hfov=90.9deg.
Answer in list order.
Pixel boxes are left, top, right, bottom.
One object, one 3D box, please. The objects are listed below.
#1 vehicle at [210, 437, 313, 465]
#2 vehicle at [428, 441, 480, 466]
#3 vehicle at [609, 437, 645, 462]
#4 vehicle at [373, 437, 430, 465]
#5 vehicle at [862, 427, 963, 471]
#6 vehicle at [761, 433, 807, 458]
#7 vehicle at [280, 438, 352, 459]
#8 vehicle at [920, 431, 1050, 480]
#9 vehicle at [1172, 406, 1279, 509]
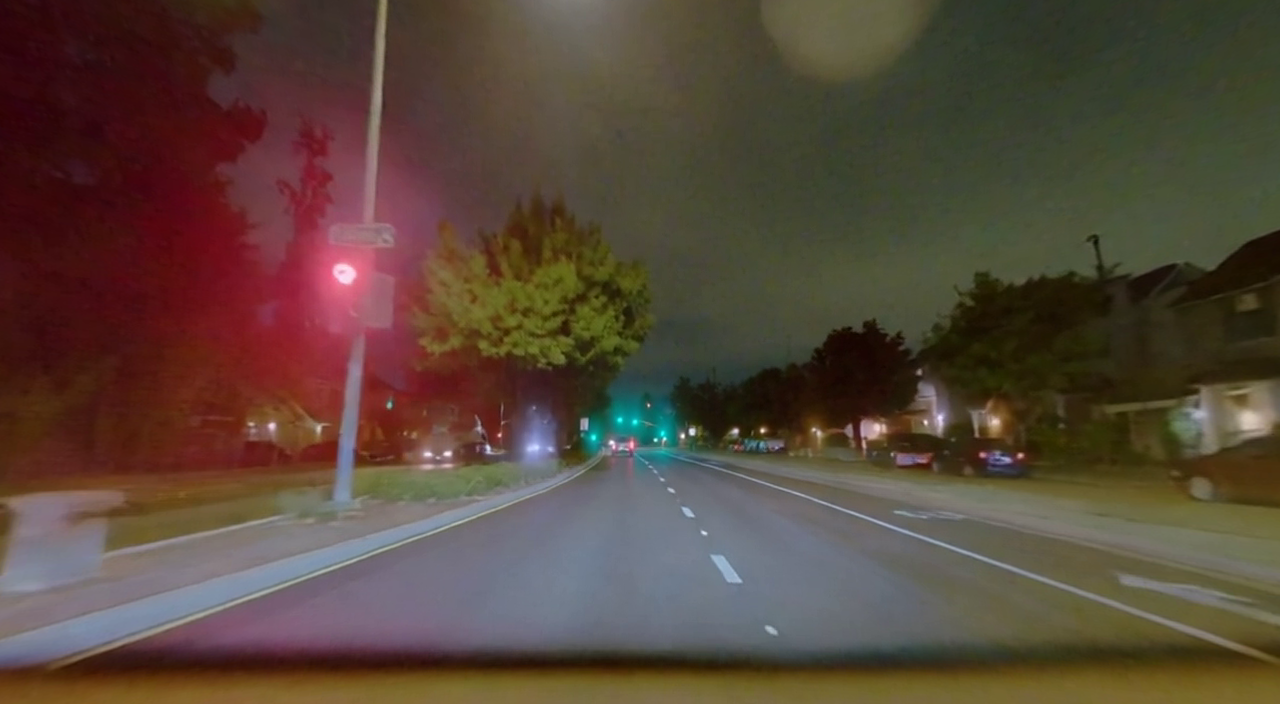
[{"bbox_3d":[-21.163,5.561,35.348,4.547,1.484,1.914,-1,-8,0],"label":"vehicle"},{"bbox_3d":[-11.508,6.275,39.313,1.910,1.431,4.426,0,-8,-1],"label":"vehicle"},{"bbox_3d":[-0.837,5.979,38.818,2.113,1.462,4.203,0,-8,-2],"label":"vehicle"},{"bbox_3d":[-15.540,6.456,41.324,2.042,1.748,4.584,0,-8,-1],"label":"vehicle"},{"bbox_3d":[11.435,4.107,26.924,2.156,1.689,4.774,0,-8,0],"label":"vehicle"},{"bbox_3d":[10.934,7.145,48.222,2.147,1.767,5.125,0,-8,-2],"label":"vehicle"},{"bbox_3d":[-23.780,7.089,46.428,4.184,1.528,1.990,1,-8,-3],"label":"vehicle"},{"bbox_3d":[11.553,3.482,21.517,1.838,1.443,4.563,0,-8,0],"label":"vehicle"},{"bbox_3d":[11.844,1.716,10.246,2.226,1.720,4.708,0,-8,-1],"label":"vehicle"}]
